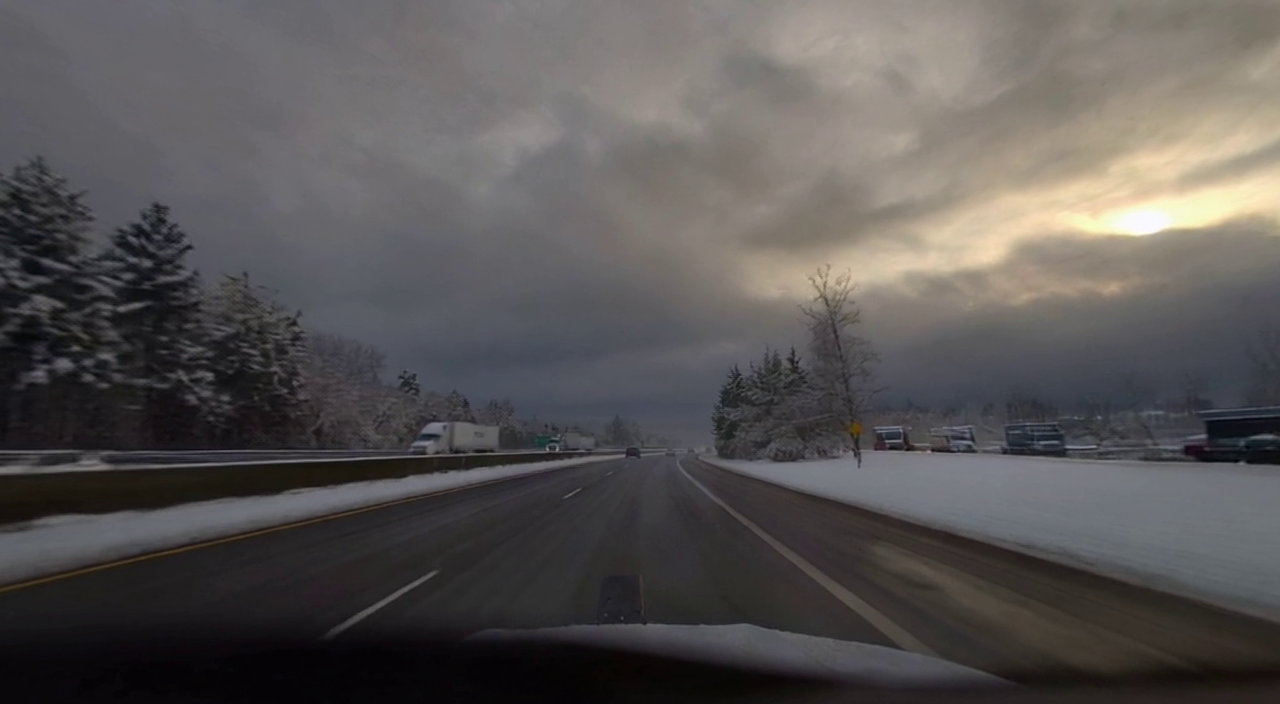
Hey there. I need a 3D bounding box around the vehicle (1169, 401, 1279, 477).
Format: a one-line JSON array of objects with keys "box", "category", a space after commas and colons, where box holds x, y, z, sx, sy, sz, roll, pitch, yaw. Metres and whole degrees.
[{"box": [36.946, 4.834, 35.362, 2.915, 4.160, 14.848, -4, -10, 6], "category": "vehicle"}]
